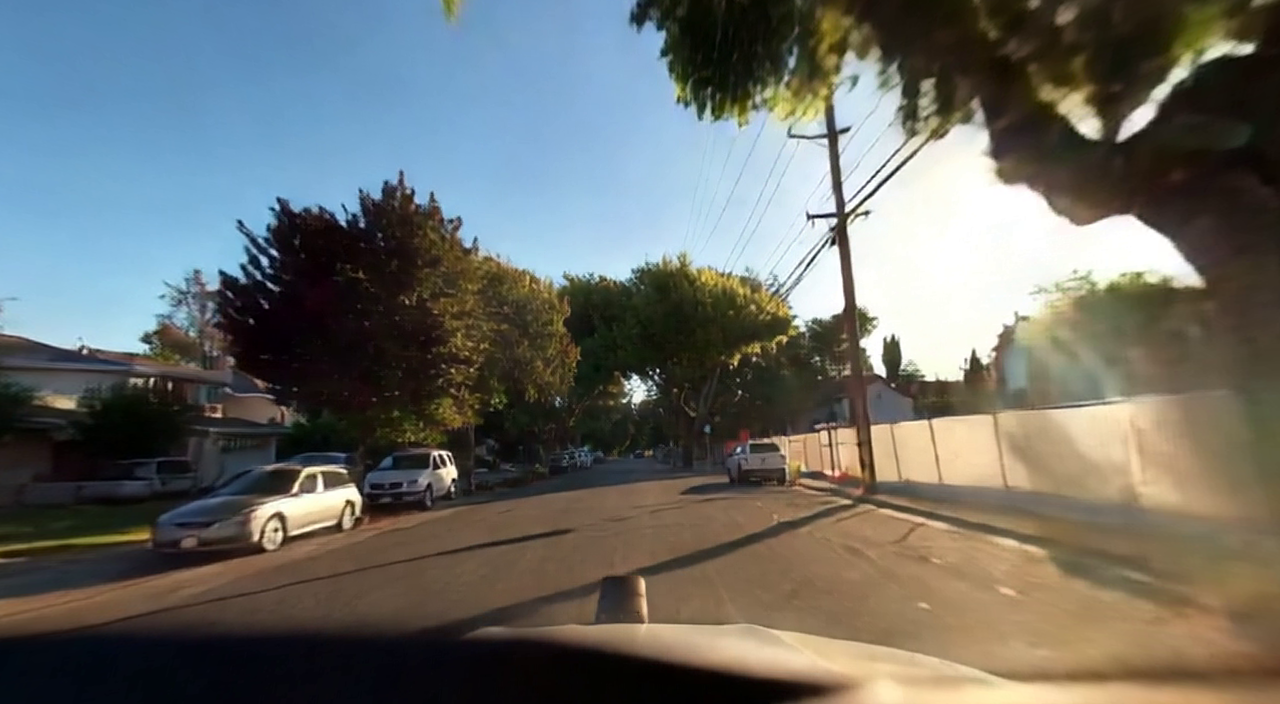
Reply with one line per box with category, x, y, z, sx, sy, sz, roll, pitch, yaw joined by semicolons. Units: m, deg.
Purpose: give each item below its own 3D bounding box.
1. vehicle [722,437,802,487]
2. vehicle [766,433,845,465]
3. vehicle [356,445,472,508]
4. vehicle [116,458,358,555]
vehicle;4.182;3.859;22.384;1.902;1.542;4.099;-2;-9;-1
vehicle;10.551;6.232;40.522;4.399;1.884;2.071;-1;-10;-1
vehicle;-7.400;4.112;21.315;2.055;1.806;4.540;-2;-9;3
vehicle;-7.697;2.936;12.770;2.041;1.480;4.474;-3;-9;-1
